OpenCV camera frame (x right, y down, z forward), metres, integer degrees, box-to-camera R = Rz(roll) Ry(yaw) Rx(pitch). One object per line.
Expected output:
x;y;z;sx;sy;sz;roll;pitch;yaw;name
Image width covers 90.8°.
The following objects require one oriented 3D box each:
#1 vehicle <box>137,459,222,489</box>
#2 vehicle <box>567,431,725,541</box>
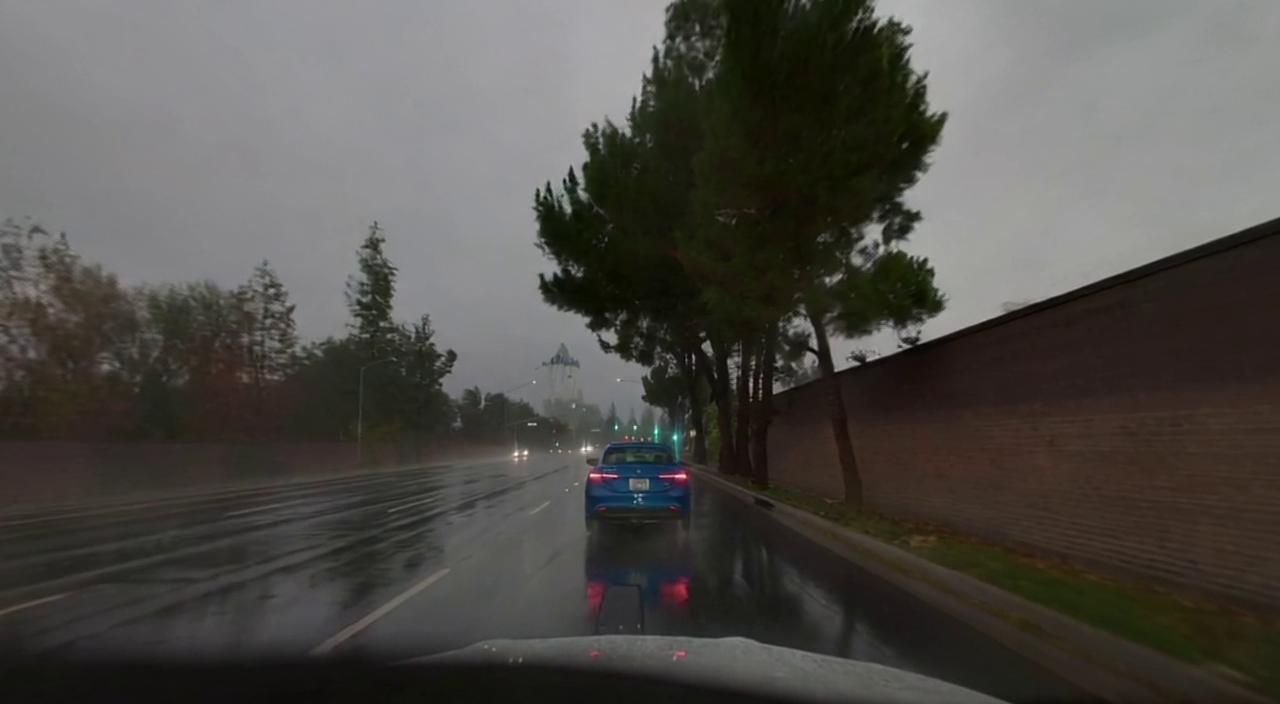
-28.512;7.541;39.292;1.937;1.643;4.453;0;-8;0;vehicle
0.077;2.192;11.008;2.205;1.509;4.272;0;-8;0;vehicle
